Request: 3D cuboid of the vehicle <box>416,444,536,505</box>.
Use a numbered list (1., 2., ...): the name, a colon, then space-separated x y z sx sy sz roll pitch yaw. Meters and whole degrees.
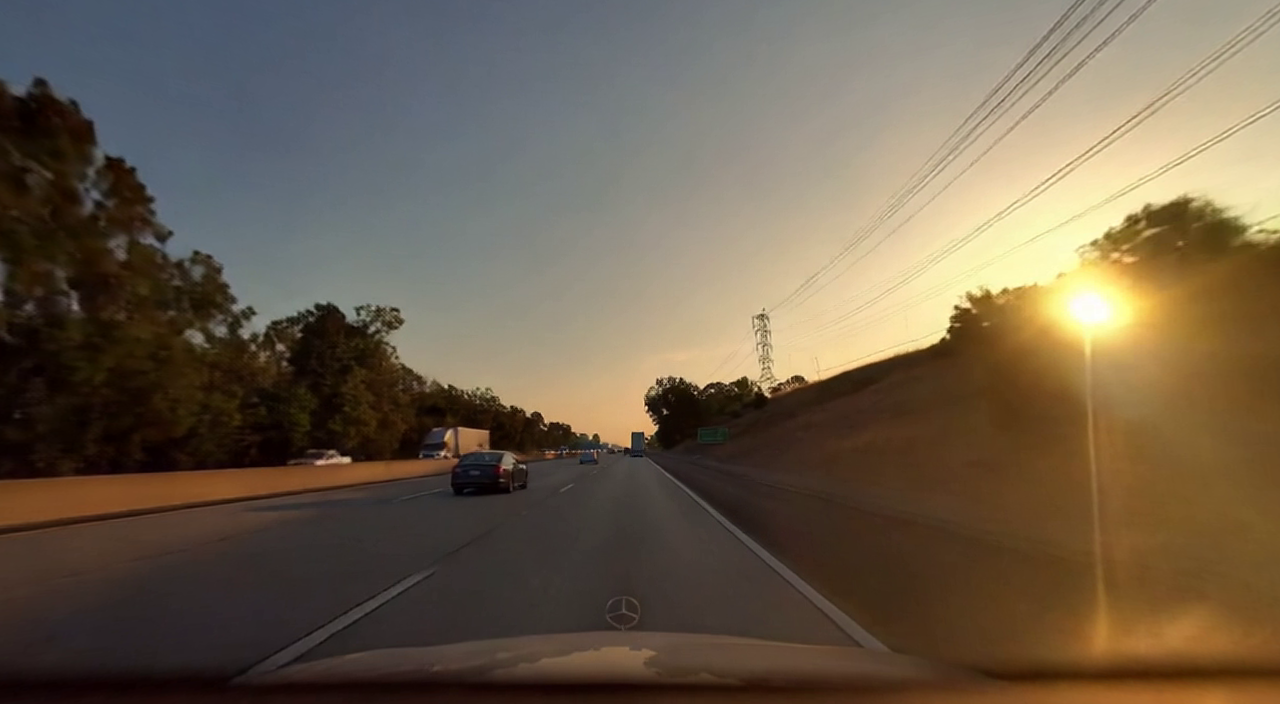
1. vehicle: -4.326 3.302 17.457 2.106 1.445 4.404 0 -9 0
